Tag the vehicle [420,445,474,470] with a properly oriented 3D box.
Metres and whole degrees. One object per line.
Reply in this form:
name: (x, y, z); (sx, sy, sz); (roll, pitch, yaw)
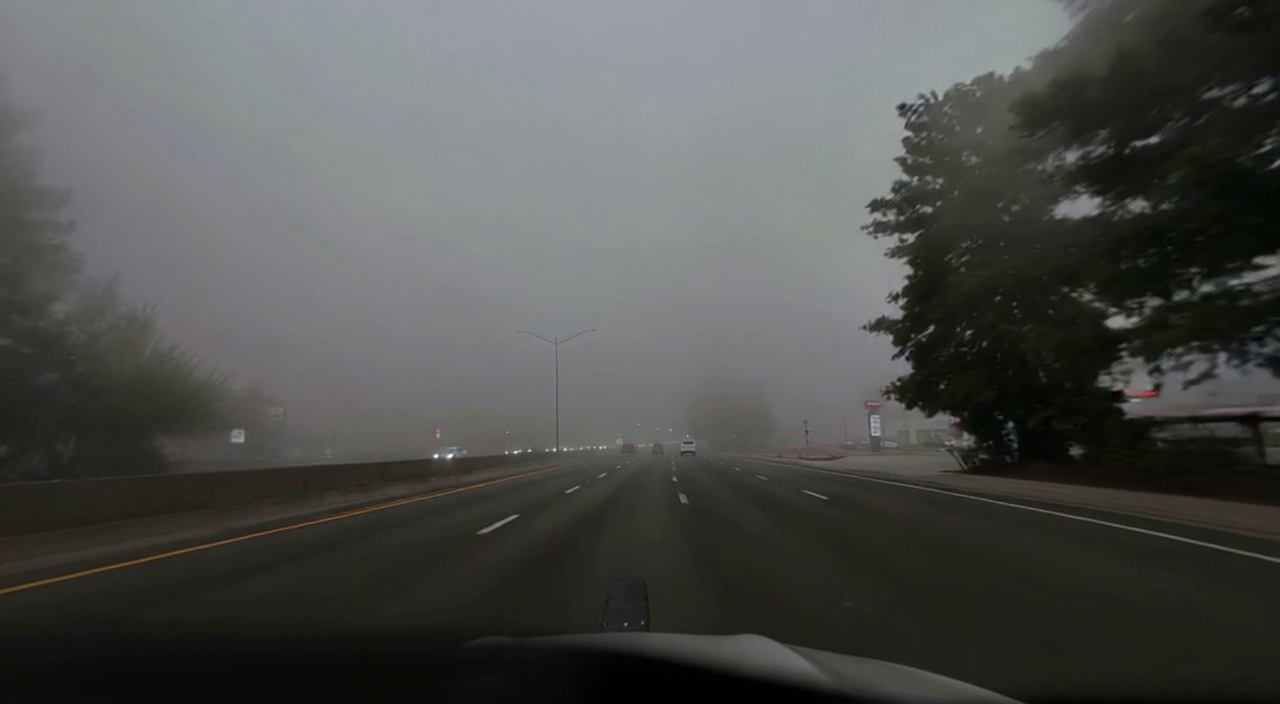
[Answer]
vehicle: (-12.996, 7.117, 42.700); (1.927, 1.526, 4.245); (-1, -9, 5)
